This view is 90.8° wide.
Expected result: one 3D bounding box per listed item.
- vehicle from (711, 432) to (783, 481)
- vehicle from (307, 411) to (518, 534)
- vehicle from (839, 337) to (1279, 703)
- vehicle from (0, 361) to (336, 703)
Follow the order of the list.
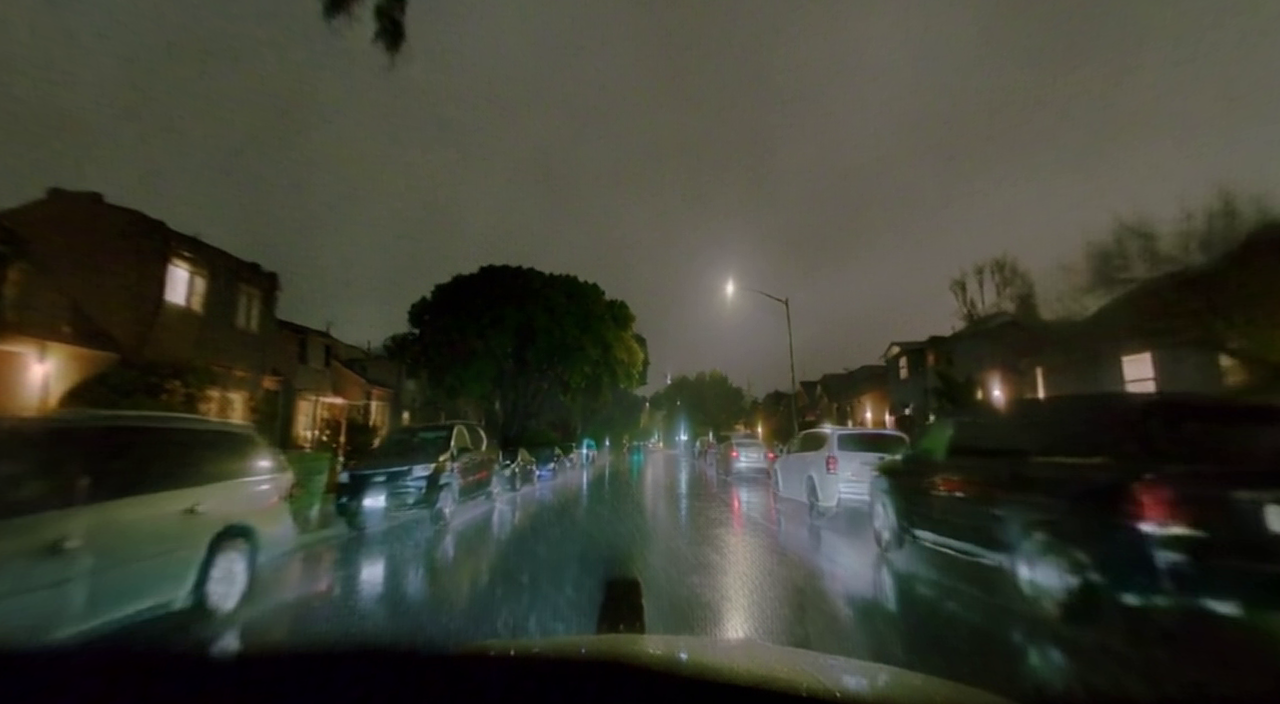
[{"bbox_3d":[4.474,4.472,27.282,2.306,1.901,4.908,0,-8,1],"label":"vehicle"},{"bbox_3d":[-4.560,2.529,13.943,2.461,2.145,5.415,0,-8,2],"label":"vehicle"},{"bbox_3d":[3.926,1.278,6.113,1.995,1.944,5.400,0,-8,-3],"label":"vehicle"},{"bbox_3d":[-4.677,1.141,4.108,2.683,1.923,5.421,0,-8,0],"label":"vehicle"}]
